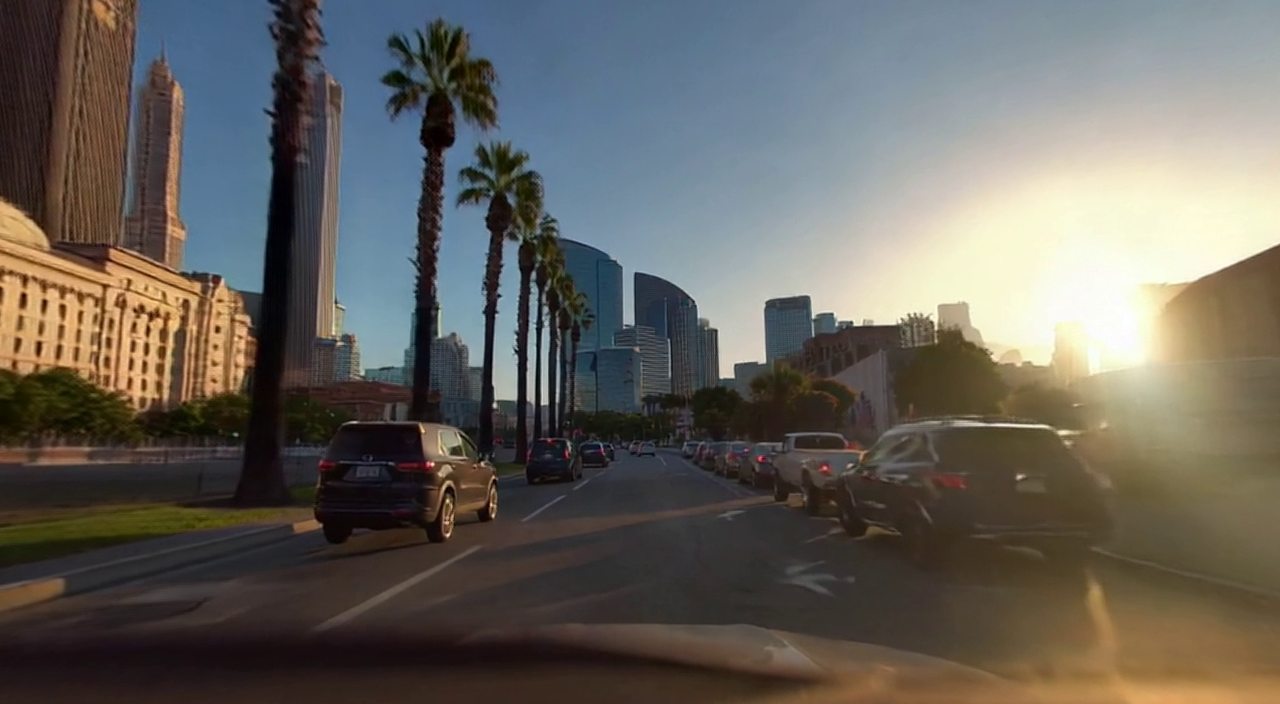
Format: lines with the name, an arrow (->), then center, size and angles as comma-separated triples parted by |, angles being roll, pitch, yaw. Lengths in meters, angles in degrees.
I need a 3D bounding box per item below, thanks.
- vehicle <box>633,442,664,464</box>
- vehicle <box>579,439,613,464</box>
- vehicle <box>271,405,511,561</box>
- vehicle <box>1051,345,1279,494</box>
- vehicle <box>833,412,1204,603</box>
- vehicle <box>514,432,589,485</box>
vehicle -> 0.564, 7.069, 44.218 | 2.036, 1.461, 3.890 | 0, -8, -1
vehicle -> -2.960, 6.811, 43.303 | 1.955, 1.637, 4.243 | 0, -8, 1
vehicle -> -3.338, 1.833, 9.500 | 1.800, 1.797, 4.224 | 0, -8, 1
vehicle -> 16.430, 1.629, 15.253 | 10.428, 3.452, 2.869 | -6, -10, 36
vehicle -> 4.237, 1.784, 8.285 | 1.965, 1.735, 4.835 | 0, -8, 2
vehicle -> -3.121, 3.850, 23.135 | 2.014, 1.740, 4.392 | 0, -8, 1
